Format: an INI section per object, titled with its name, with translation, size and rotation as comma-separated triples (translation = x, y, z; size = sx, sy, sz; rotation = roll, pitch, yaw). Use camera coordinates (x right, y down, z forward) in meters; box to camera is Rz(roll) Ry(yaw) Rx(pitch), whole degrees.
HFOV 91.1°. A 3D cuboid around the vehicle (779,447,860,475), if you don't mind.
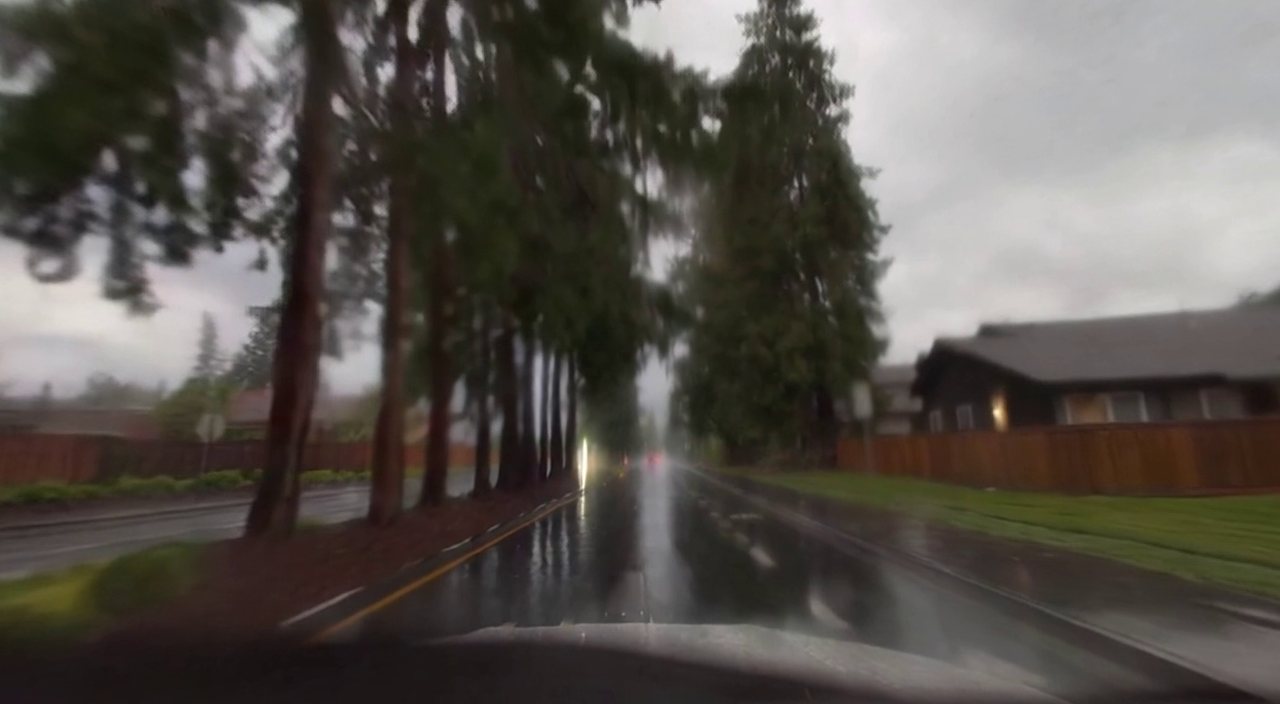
[vehicle]
translation = 12.175, 7.417, 42.782
size = 4.807, 1.865, 2.160
rotation = 0, -9, 1
